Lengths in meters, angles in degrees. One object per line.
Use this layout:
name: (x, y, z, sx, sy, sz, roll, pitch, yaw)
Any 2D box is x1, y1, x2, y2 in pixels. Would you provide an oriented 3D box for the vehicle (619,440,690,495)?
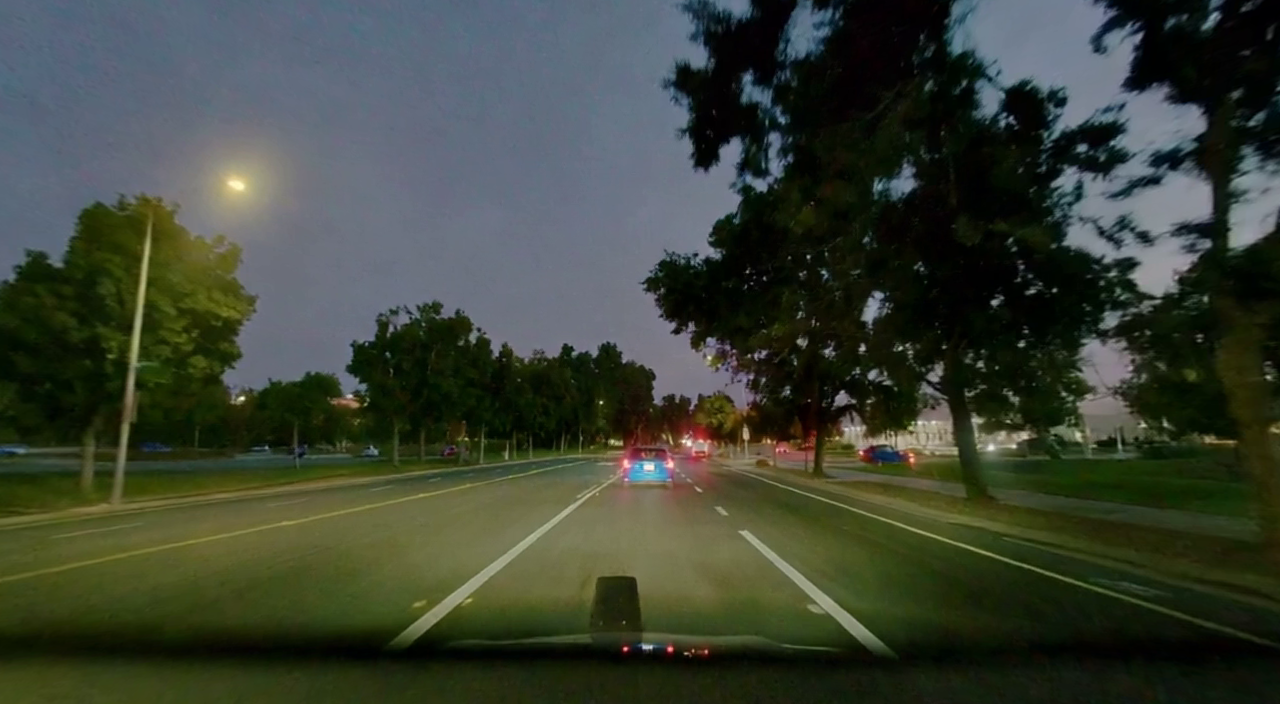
vehicle: (0.417, 3.575, 19.836, 2.010, 1.535, 3.735, 0, -9, 0)

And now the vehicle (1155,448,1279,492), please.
vehicle: (23.528, 4.677, 25.155, 4.013, 1.505, 1.989, -3, -8, 4)
